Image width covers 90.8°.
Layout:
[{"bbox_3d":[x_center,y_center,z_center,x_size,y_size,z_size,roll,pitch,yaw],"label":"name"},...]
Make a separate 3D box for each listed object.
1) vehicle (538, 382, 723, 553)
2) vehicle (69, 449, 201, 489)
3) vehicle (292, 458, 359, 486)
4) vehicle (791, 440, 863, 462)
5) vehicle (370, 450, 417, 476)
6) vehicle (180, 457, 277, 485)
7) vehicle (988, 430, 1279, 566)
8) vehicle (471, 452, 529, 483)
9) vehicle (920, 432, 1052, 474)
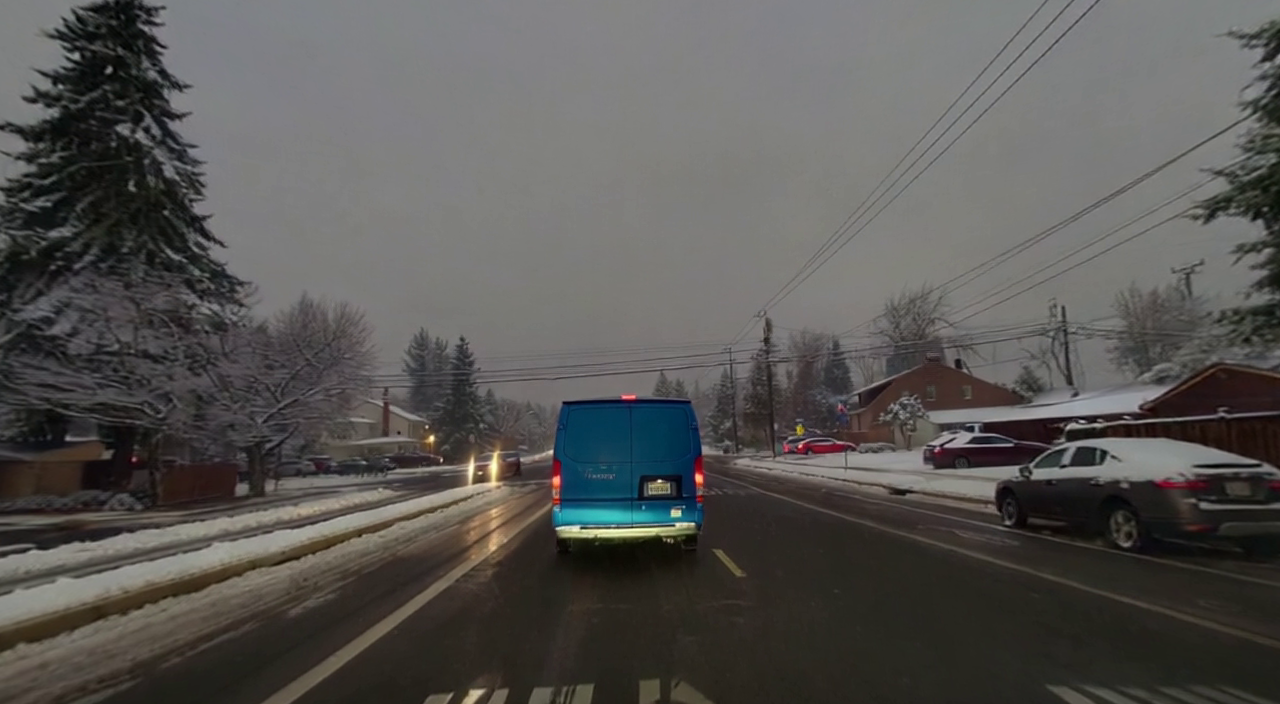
[{"bbox_3d":[-0.271,1.815,10.500,2.342,2.142,4.809,0,-9,-4],"label":"vehicle"},{"bbox_3d":[-26.896,6.218,33.801,5.026,2.017,2.215,0,-9,-1],"label":"vehicle"},{"bbox_3d":[-18.424,7.047,37.251,1.816,1.445,4.120,0,-9,0],"label":"vehicle"},{"bbox_3d":[13.097,6.953,44.427,4.483,1.463,1.805,0,-8,-1],"label":"vehicle"},{"bbox_3d":[-17.991,8.075,46.336,1.841,1.769,4.105,0,-9,-1],"label":"vehicle"},{"bbox_3d":[-27.370,7.938,42.188,4.972,1.776,2.057,0,-9,-1],"label":"vehicle"},{"bbox_3d":[7.347,1.966,9.316,1.883,1.504,4.220,0,-9,-2],"label":"vehicle"},{"bbox_3d":[-7.357,6.103,33.649,1.962,1.481,4.434,0,-9,2],"label":"vehicle"},{"bbox_3d":[13.132,3.843,24.192,3.916,1.517,1.887,0,-8,0],"label":"vehicle"}]
